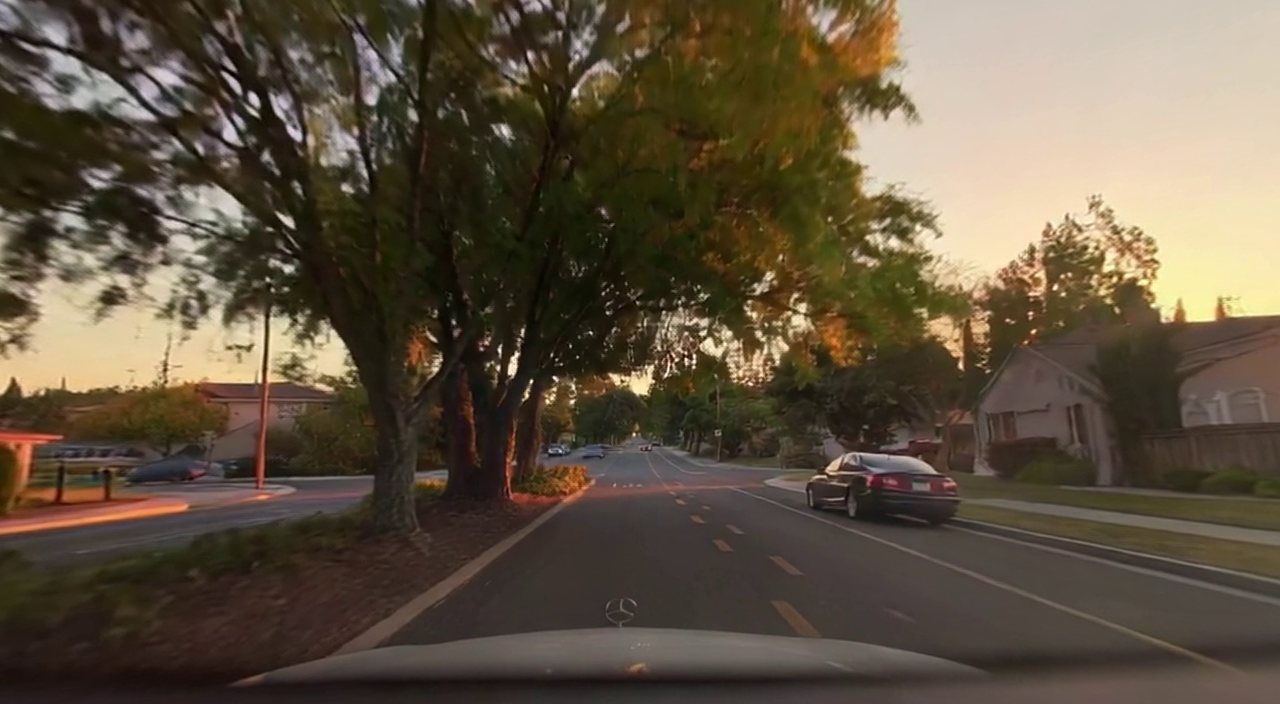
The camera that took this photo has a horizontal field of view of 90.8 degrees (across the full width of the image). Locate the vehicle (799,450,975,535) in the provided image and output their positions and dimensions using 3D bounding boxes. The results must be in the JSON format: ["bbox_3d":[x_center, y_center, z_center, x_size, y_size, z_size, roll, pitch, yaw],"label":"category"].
[{"bbox_3d":[4.990,2.853,13.555,1.904,1.475,4.386,0,-9,-1],"label":"vehicle"}]
